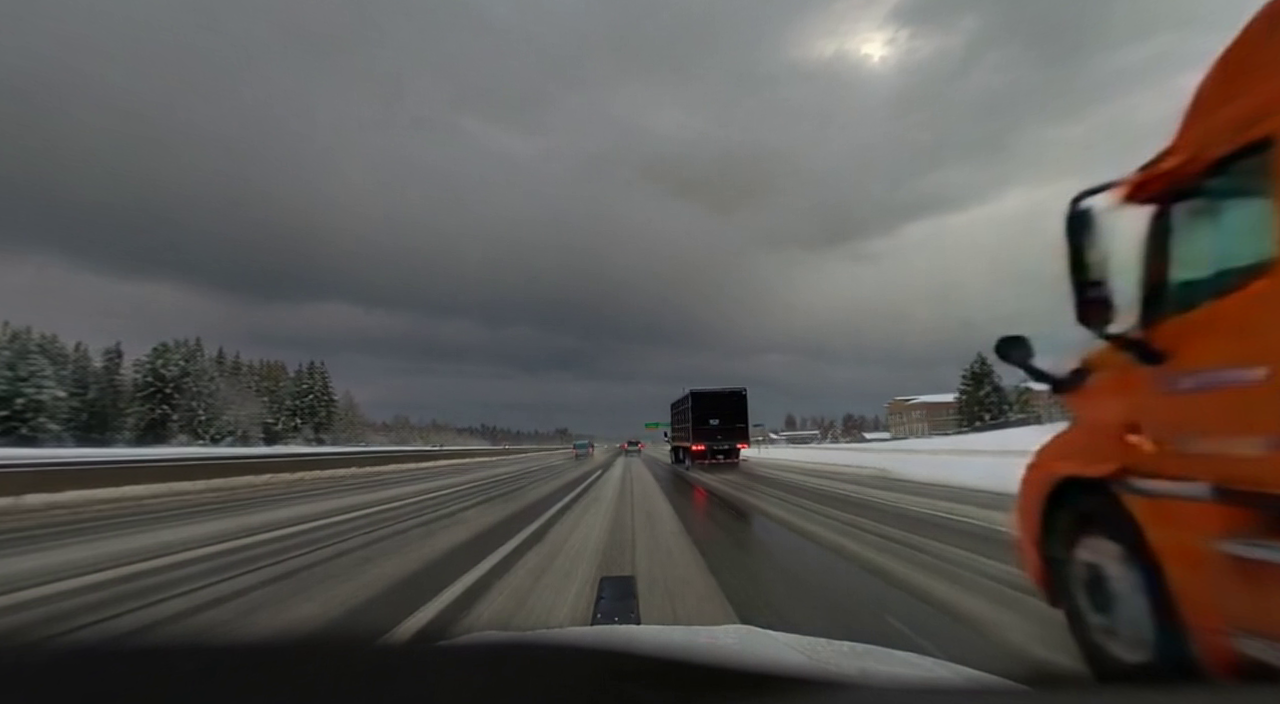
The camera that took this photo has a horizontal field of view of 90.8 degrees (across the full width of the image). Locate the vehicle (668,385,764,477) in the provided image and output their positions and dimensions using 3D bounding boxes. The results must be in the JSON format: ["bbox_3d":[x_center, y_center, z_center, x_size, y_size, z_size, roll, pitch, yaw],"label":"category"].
[{"bbox_3d":[3.210,3.880,30.149,2.966,3.586,10.563,0,-9,-2],"label":"vehicle"}]
